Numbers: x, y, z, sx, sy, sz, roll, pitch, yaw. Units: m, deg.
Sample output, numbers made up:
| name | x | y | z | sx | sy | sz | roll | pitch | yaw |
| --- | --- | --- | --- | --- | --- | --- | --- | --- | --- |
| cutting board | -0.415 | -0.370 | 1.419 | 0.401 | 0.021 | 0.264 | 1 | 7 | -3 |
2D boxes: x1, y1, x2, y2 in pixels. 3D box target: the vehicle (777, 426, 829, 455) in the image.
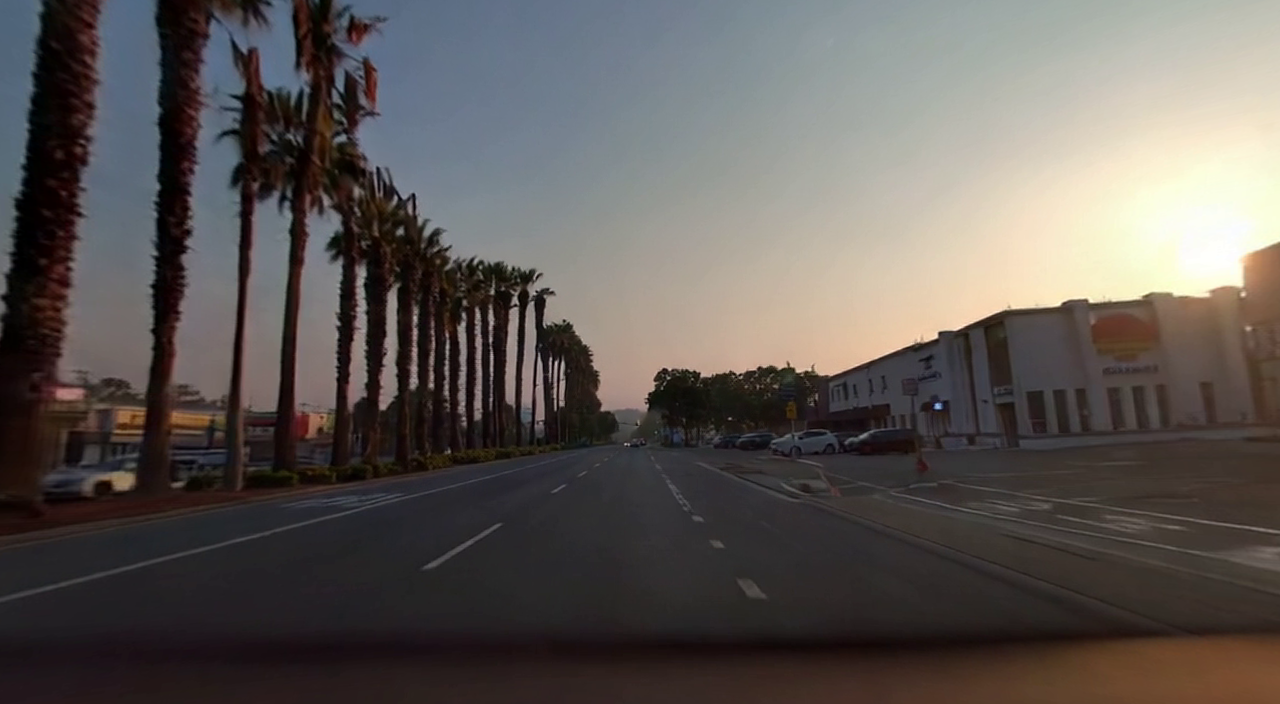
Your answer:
| name | x | y | z | sx | sy | sz | roll | pitch | yaw |
| --- | --- | --- | --- | --- | --- | --- | --- | --- | --- |
| vehicle | 11.830 | 6.513 | 46.337 | 2.332 | 1.937 | 5.400 | 0 | -9 | -1 |

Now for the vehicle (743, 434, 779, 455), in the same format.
| name | x | y | z | sx | sy | sz | roll | pitch | yaw |
| --- | --- | --- | --- | --- | --- | --- | --- | --- | --- |
| vehicle | 8.978 | 6.920 | 47.166 | 2.007 | 1.525 | 4.492 | -1 | -9 | 3 |

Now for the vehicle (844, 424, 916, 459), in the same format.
| name | x | y | z | sx | sy | sz | roll | pitch | yaw |
| --- | --- | --- | --- | --- | --- | --- | --- | --- | --- |
| vehicle | 12.534 | 4.728 | 33.309 | 1.909 | 1.686 | 4.670 | 0 | -9 | 0 |

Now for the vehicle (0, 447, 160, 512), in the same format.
| name | x | y | z | sx | sy | sz | roll | pitch | yaw |
| --- | --- | --- | --- | --- | --- | --- | --- | --- | --- |
| vehicle | -16.540 | 3.584 | 18.153 | 1.876 | 1.460 | 4.483 | -4 | -7 | 2 |

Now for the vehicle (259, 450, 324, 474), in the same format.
| name | x | y | z | sx | sy | sz | roll | pitch | yaw |
| --- | --- | --- | --- | --- | --- | --- | --- | --- | --- |
| vehicle | -23.420 | 7.395 | 42.633 | 1.880 | 1.480 | 4.451 | 0 | -9 | -1 |
